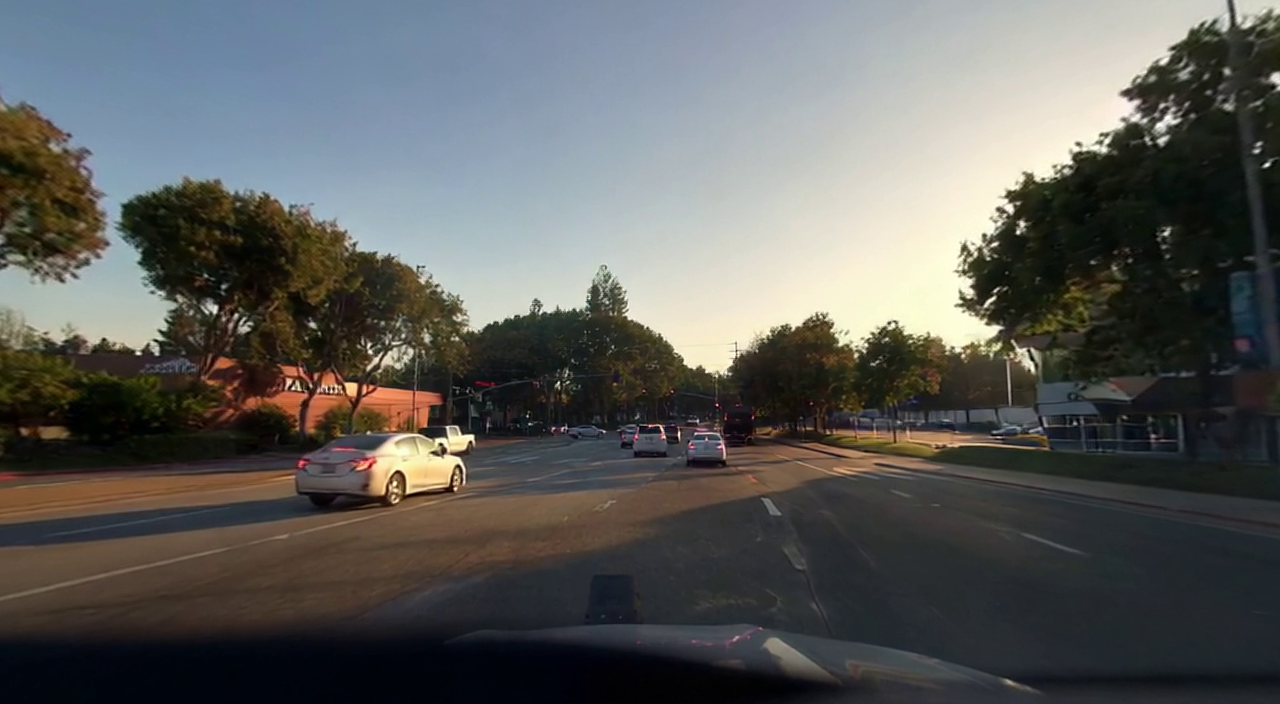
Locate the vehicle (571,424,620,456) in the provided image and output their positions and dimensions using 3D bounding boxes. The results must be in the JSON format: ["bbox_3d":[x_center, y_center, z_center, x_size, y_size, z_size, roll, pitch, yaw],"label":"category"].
[{"bbox_3d":[-2.589,5.297,37.823,2.078,1.787,5.006,-1,-9,6],"label":"vehicle"}]

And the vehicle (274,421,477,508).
[{"bbox_3d":[-5.211,2.289,13.175,2.010,1.515,4.152,-1,-9,8],"label":"vehicle"}]

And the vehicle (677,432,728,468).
[{"bbox_3d":[2.935,4.436,28.630,2.109,1.500,4.585,-1,-9,8],"label":"vehicle"}]

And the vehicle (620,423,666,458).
[{"bbox_3d":[0.235,5.182,36.744,2.188,1.892,4.488,-1,-9,7],"label":"vehicle"}]
